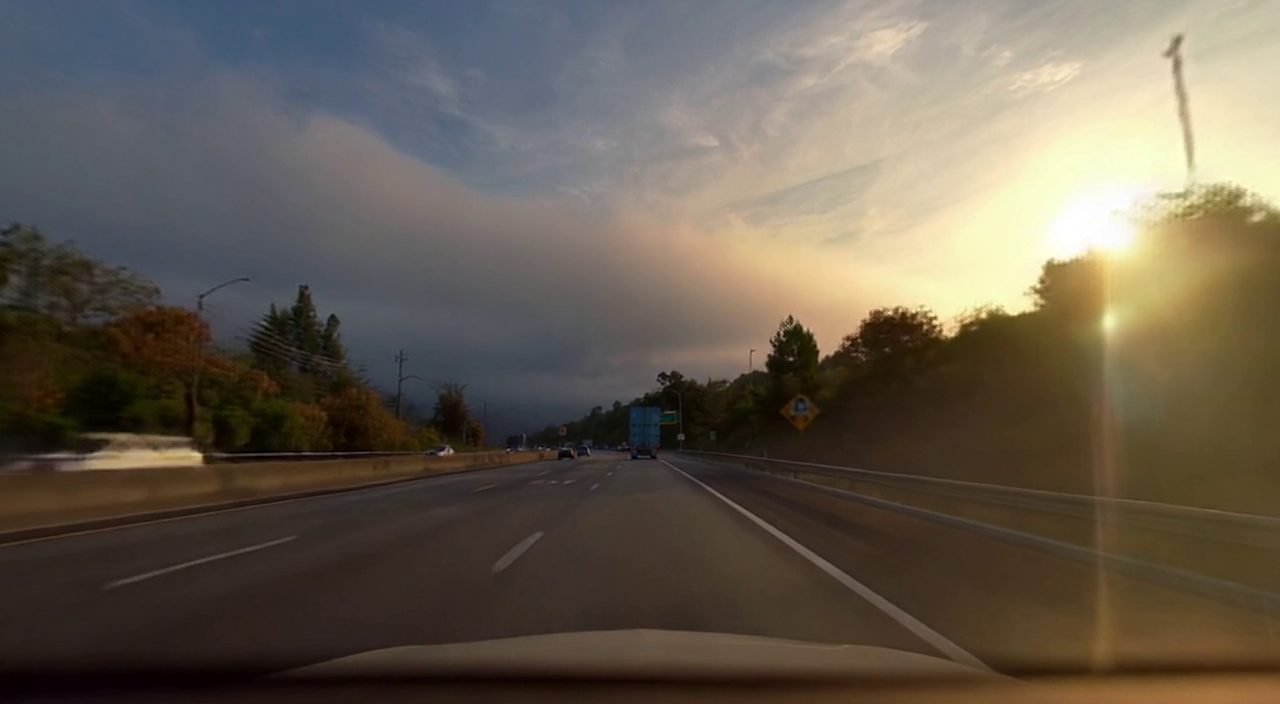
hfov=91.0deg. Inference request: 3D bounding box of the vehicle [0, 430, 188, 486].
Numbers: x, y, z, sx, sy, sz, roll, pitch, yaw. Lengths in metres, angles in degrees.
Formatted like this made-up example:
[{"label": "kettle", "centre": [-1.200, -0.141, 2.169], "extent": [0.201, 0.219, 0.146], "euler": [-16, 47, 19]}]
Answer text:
[{"label": "vehicle", "centre": [-16.828, 3.296, 19.783], "extent": [1.878, 1.537, 4.489], "euler": [0, -9, 0]}]
